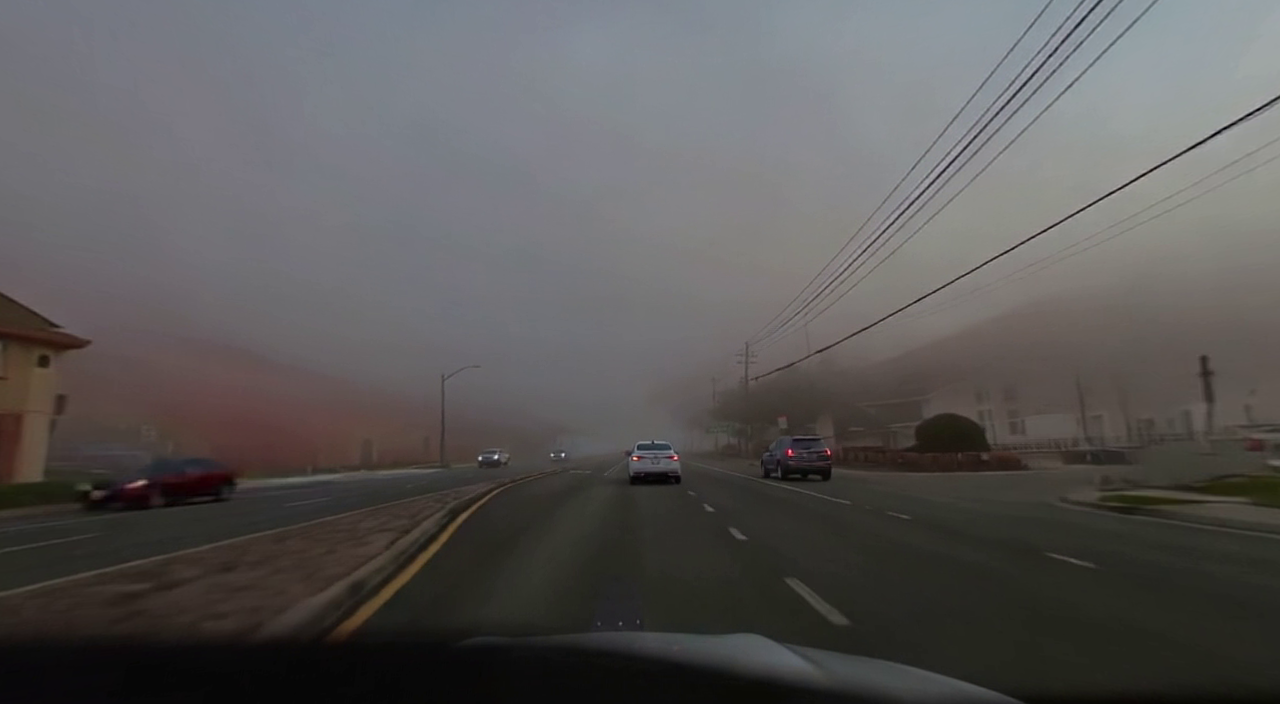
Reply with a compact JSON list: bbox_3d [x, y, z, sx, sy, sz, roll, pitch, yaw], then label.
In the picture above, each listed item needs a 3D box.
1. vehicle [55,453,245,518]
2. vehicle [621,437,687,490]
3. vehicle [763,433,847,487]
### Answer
[{"bbox_3d":[-14.252,3.858,18.728,2.011,1.670,4.360,-1,-9,2],"label":"vehicle"},{"bbox_3d":[0.454,3.936,22.477,2.138,1.702,4.168,0,-9,0],"label":"vehicle"},{"bbox_3d":[6.305,4.173,24.591,2.061,1.889,4.268,0,-9,0],"label":"vehicle"}]
